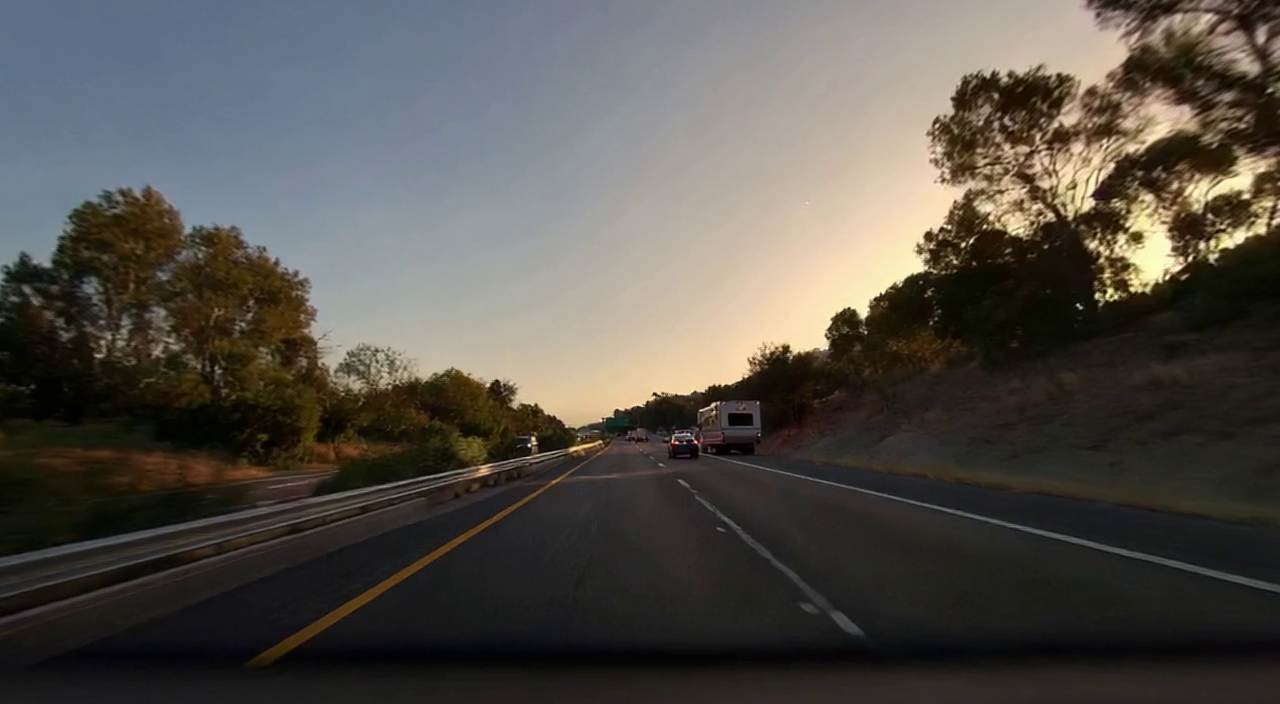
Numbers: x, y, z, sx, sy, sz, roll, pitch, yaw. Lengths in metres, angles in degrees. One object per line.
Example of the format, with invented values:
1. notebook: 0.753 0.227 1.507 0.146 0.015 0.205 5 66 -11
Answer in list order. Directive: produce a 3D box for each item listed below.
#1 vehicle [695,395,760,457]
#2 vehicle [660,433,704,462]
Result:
1. vehicle: 6.450 5.840 48.833 2.937 4.119 14.096 0 -8 0
2. vehicle: 2.243 5.270 34.904 2.037 1.504 4.248 0 -8 -2
